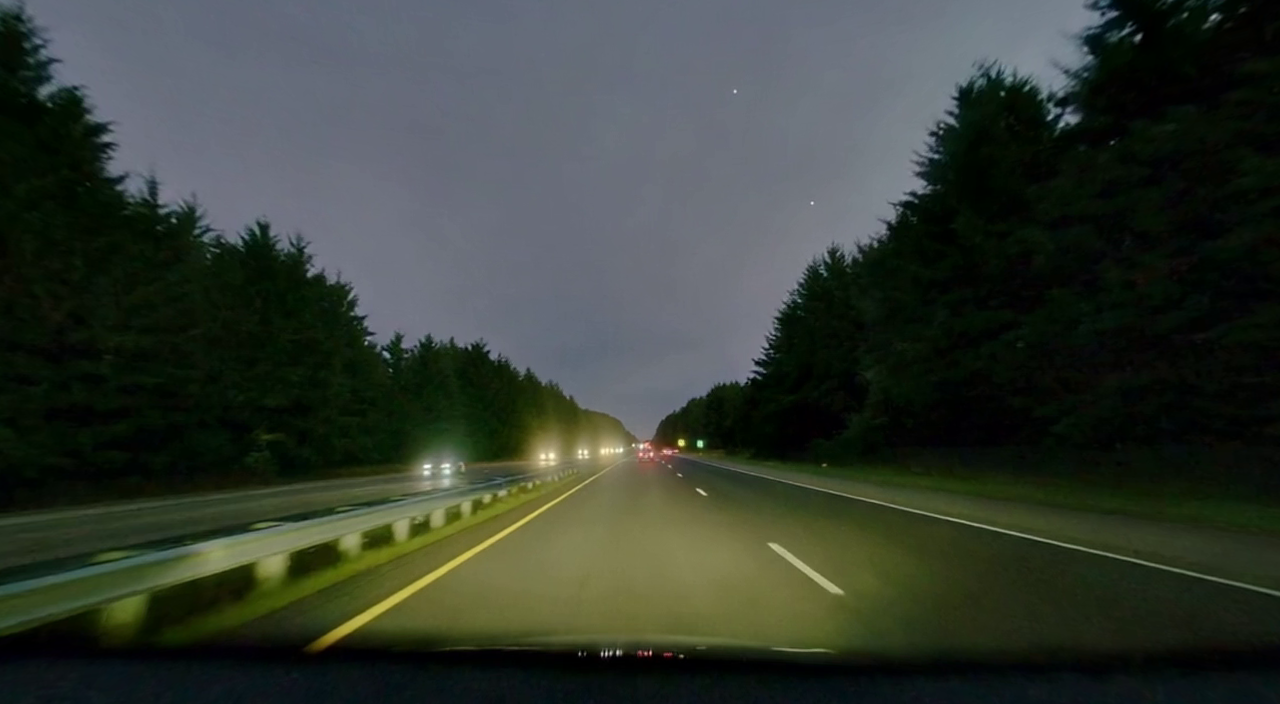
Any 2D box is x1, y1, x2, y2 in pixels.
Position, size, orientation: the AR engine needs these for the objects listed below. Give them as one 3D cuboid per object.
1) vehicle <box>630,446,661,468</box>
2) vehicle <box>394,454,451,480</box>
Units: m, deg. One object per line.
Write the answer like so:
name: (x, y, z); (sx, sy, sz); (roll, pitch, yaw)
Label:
vehicle: (0.398, 7.628, 45.753); (2.162, 1.492, 3.975); (0, -9, 0)
vehicle: (-12.724, 6.753, 37.099); (1.954, 1.399, 3.750); (0, -9, 0)
